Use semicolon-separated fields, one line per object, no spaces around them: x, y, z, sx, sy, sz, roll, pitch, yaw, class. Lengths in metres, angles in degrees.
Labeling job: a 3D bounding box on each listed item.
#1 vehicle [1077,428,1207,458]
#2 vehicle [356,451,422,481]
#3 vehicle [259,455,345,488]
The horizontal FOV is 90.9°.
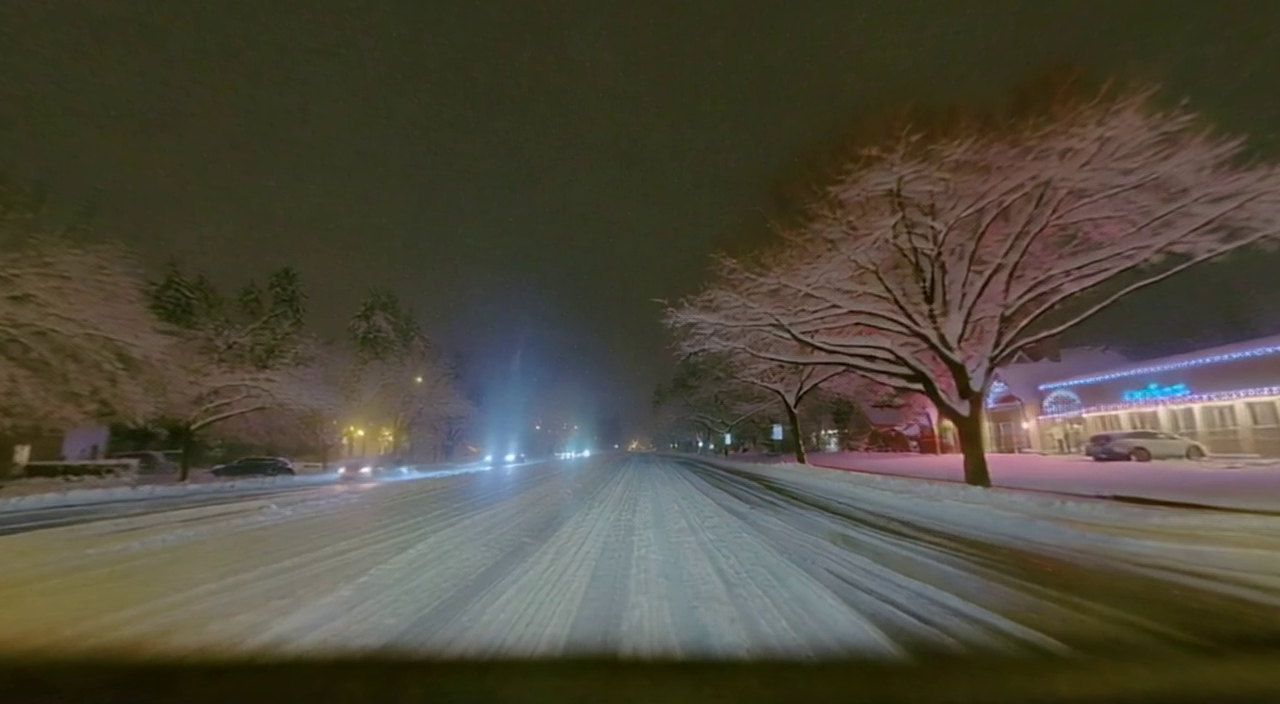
25.983;4.762;32.887;4.942;1.435;1.987;-5;-9;28;vehicle
-14.287;6.477;36.098;1.963;1.487;4.331;-3;-8;1;vehicle
-17.888;6.326;33.668;1.945;1.486;4.652;-2;-8;1;vehicle
